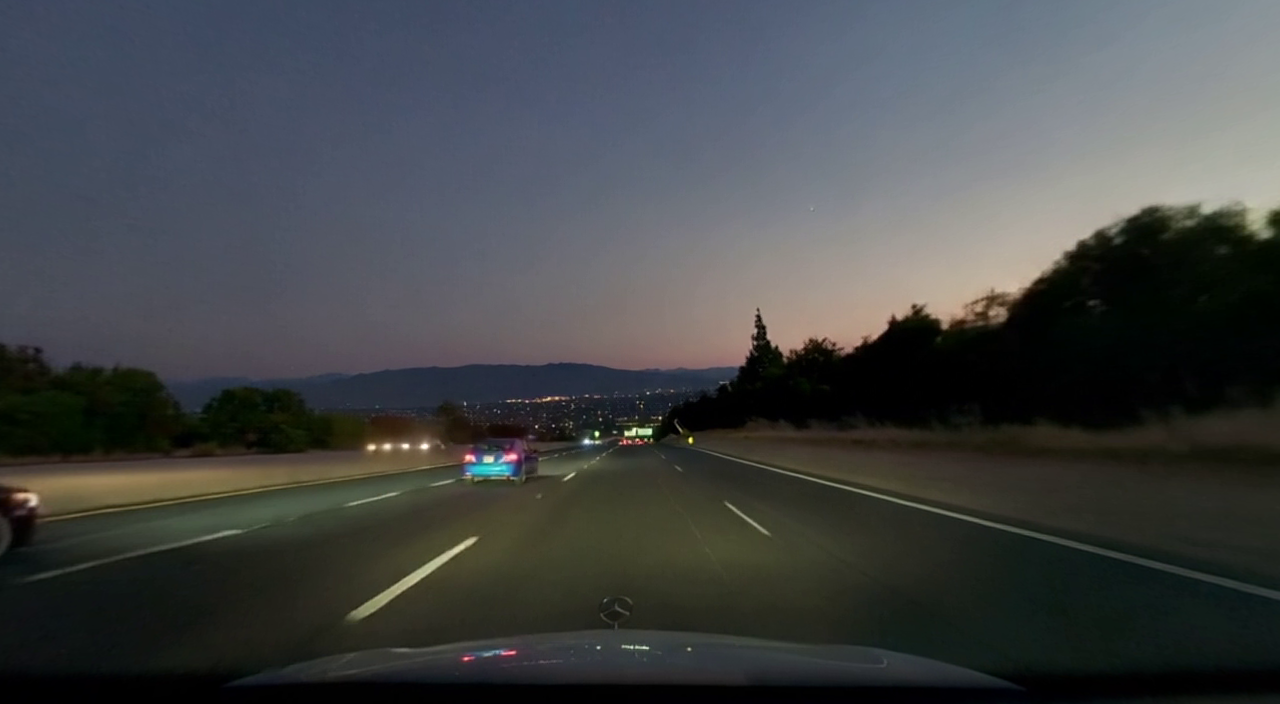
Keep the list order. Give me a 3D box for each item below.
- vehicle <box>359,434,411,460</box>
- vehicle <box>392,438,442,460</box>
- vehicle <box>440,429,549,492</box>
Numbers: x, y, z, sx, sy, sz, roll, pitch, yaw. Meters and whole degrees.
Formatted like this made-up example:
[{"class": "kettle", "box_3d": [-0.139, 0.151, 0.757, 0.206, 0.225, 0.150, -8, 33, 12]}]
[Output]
[{"class": "vehicle", "box_3d": [-19.589, 7.316, 48.557, 2.055, 1.884, 4.669, 0, -8, 0]}, {"class": "vehicle", "box_3d": [-16.246, 7.052, 46.187, 1.943, 1.514, 4.685, 0, -8, 0]}, {"class": "vehicle", "box_3d": [-3.862, 2.943, 17.543, 2.026, 1.517, 4.325, 0, -8, 0]}]
